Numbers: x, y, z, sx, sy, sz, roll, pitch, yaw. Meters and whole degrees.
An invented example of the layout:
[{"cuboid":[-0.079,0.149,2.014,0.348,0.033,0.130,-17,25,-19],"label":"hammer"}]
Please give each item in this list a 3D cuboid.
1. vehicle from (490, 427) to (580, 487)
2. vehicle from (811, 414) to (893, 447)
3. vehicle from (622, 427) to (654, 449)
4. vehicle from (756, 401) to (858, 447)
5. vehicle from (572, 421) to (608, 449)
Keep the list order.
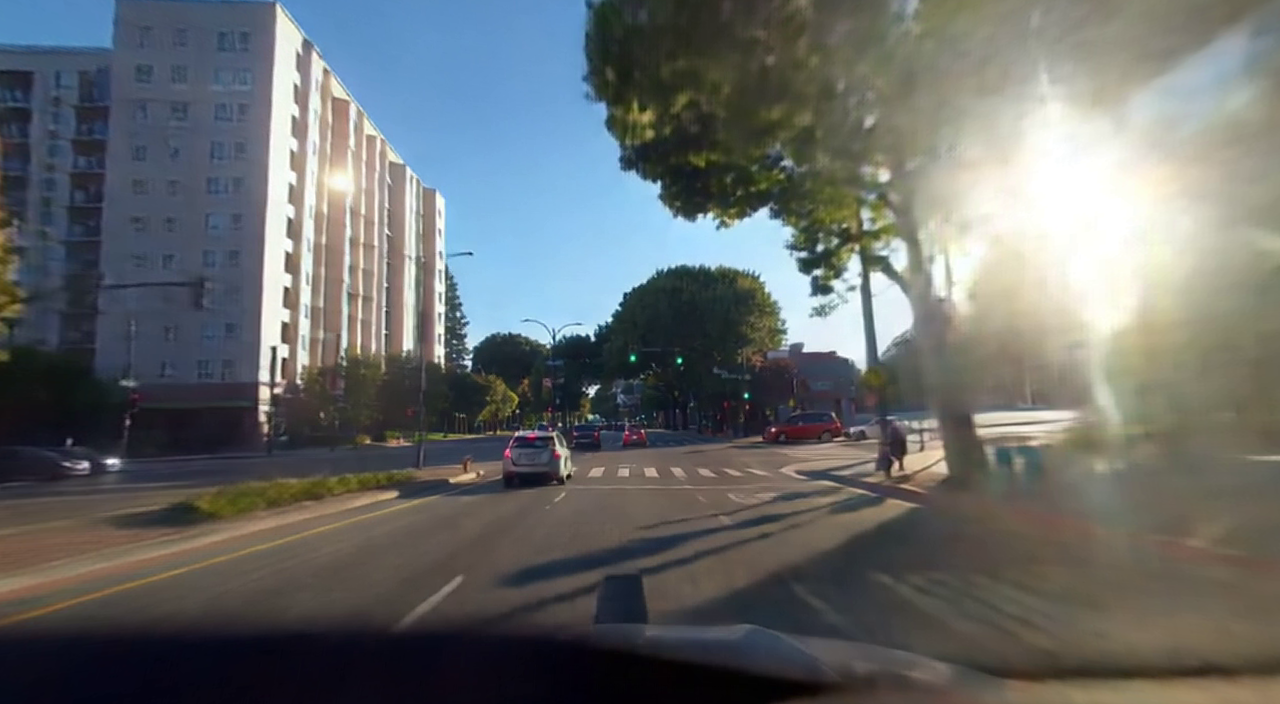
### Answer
[{"cuboid":[-3.287,3.401,20.738,2.116,1.725,4.315,0,-8,1],"label":"vehicle"},{"cuboid":[13.158,4.877,39.427,4.328,1.742,1.942,-3,-5,-1],"label":"vehicle"},{"cuboid":[-0.170,6.032,44.252,2.095,1.438,3.843,0,-8,-1],"label":"vehicle"},{"cuboid":[11.766,5.109,44.808,6.233,2.668,2.627,-4,-8,-3],"label":"vehicle"},{"cuboid":[-3.424,5.849,44.279,2.152,1.802,4.628,0,-8,0],"label":"vehicle"}]
